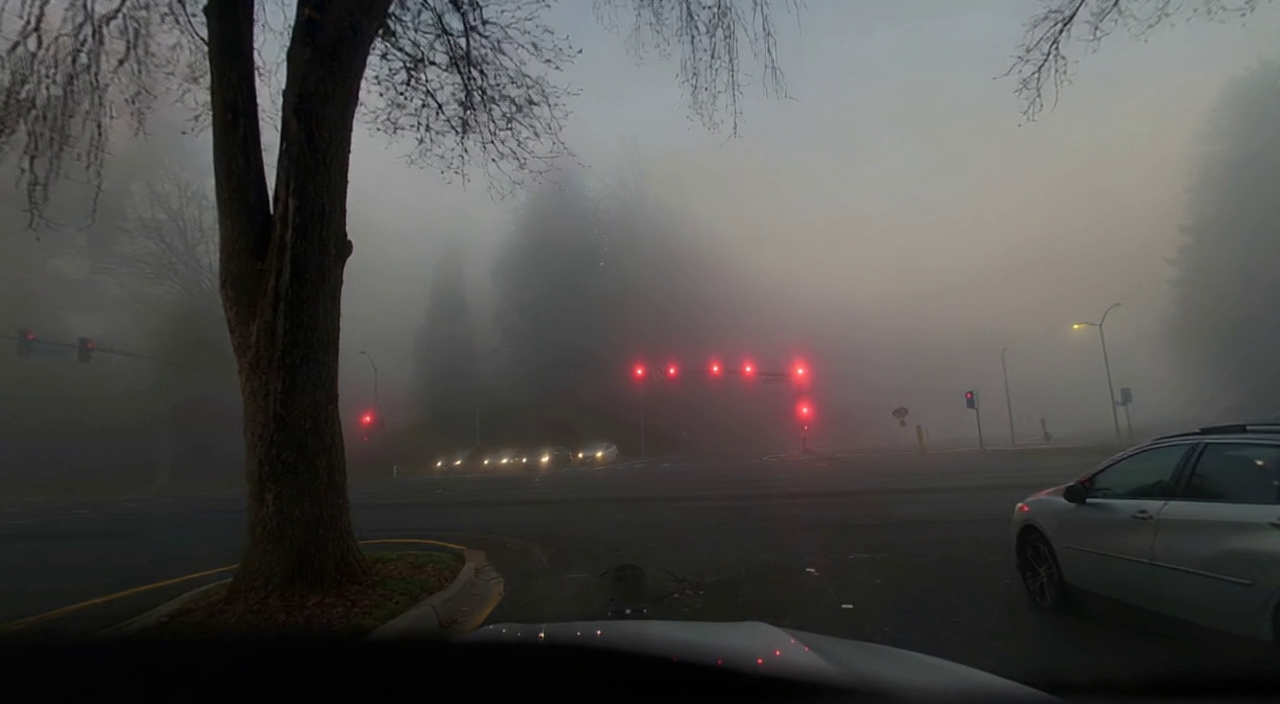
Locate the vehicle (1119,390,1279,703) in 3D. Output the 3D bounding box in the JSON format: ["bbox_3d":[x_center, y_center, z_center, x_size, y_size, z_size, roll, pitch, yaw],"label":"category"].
[{"bbox_3d":[3.060,0.614,0.422,1.978,1.468,4.544,0,-9,1],"label":"vehicle"}]

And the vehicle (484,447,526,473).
[{"bbox_3d":[-9.770,7.837,45.937,2.064,1.725,4.243,0,-9,1],"label":"vehicle"}]

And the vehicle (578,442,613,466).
[{"bbox_3d":[-3.429,8.000,49.529,2.215,1.732,4.684,-1,-9,3],"label":"vehicle"}]

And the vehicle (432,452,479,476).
[{"bbox_3d":[-13.386,8.115,45.985,2.101,1.637,4.304,0,-9,1],"label":"vehicle"}]

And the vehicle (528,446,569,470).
[{"bbox_3d":[-6.535,7.608,45.495,2.126,1.657,4.307,-1,-9,2],"label":"vehicle"}]
